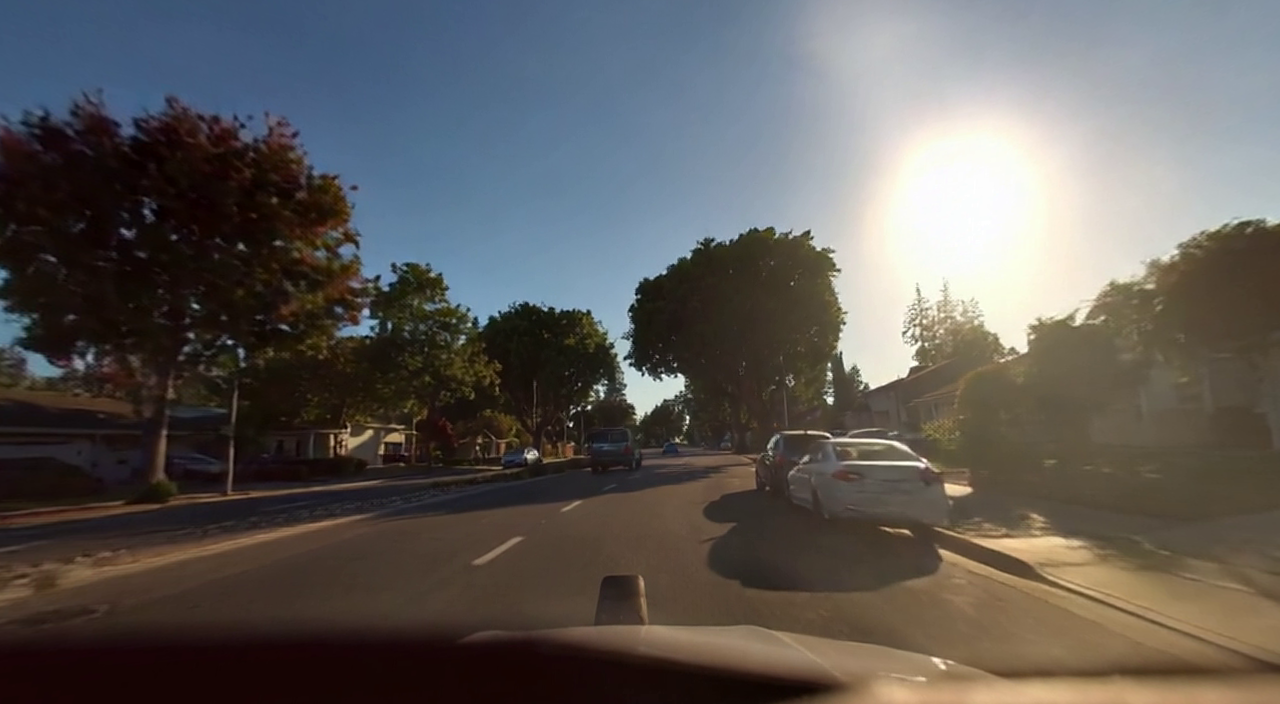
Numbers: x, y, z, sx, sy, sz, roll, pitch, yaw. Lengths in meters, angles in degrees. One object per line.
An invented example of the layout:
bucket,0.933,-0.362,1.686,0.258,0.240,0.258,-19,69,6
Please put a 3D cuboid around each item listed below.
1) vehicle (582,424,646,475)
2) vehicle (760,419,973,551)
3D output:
vehicle,-1.082,4.463,29.015,2.085,2.084,5.133,-1,-9,7
vehicle,3.292,2.027,10.300,2.040,1.643,4.446,-1,-9,3
